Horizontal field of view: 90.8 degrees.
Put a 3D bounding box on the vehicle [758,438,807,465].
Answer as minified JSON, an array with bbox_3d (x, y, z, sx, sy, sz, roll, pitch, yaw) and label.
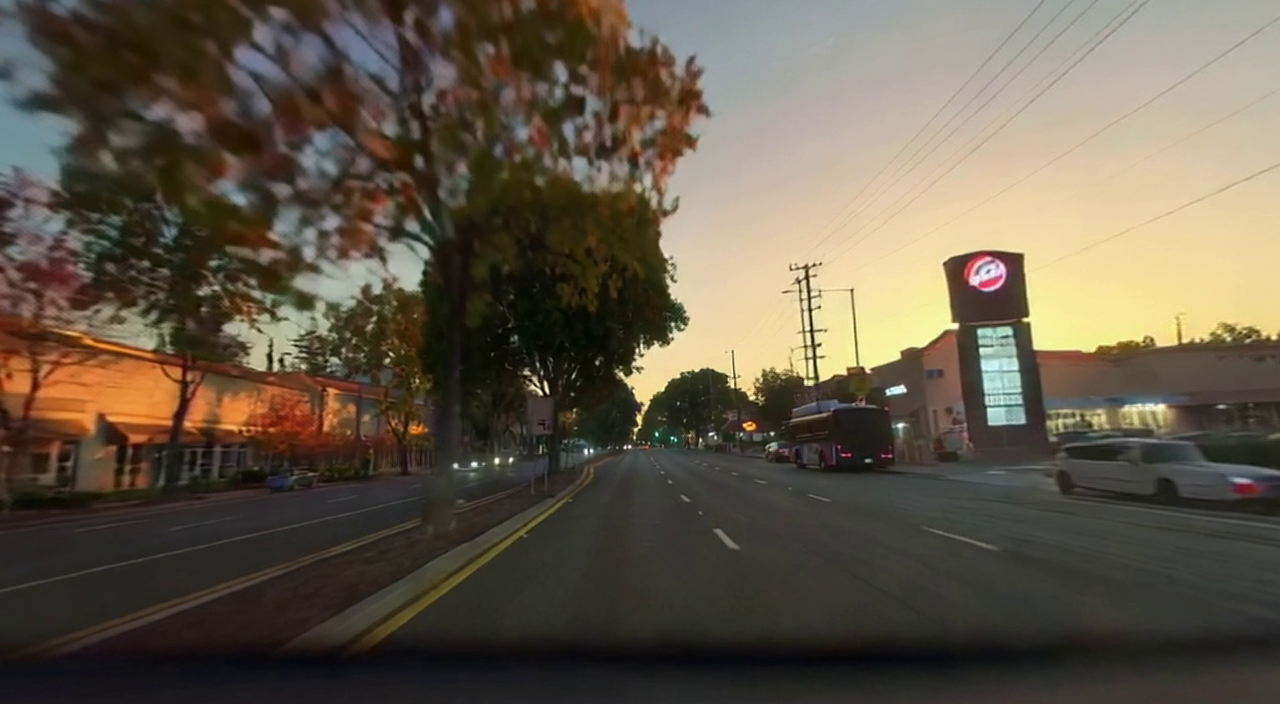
[{"bbox_3d":[9.727,6.859,43.648,2.147,1.781,5.063,0,-9,-1],"label":"vehicle"}]

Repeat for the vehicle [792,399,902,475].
[{"bbox_3d":[9.787,4.210,30.901,2.923,3.249,6.993,0,-9,0],"label":"vehicle"}]

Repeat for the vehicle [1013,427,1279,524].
[{"bbox_3d":[10.024,2.305,12.465,2.023,1.494,5.029,0,-9,-3],"label":"vehicle"}]

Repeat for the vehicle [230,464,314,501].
[{"bbox_3d":[-19.552,6.926,33.810,1.984,1.578,4.507,-3,-8,-2],"label":"vehicle"}]
